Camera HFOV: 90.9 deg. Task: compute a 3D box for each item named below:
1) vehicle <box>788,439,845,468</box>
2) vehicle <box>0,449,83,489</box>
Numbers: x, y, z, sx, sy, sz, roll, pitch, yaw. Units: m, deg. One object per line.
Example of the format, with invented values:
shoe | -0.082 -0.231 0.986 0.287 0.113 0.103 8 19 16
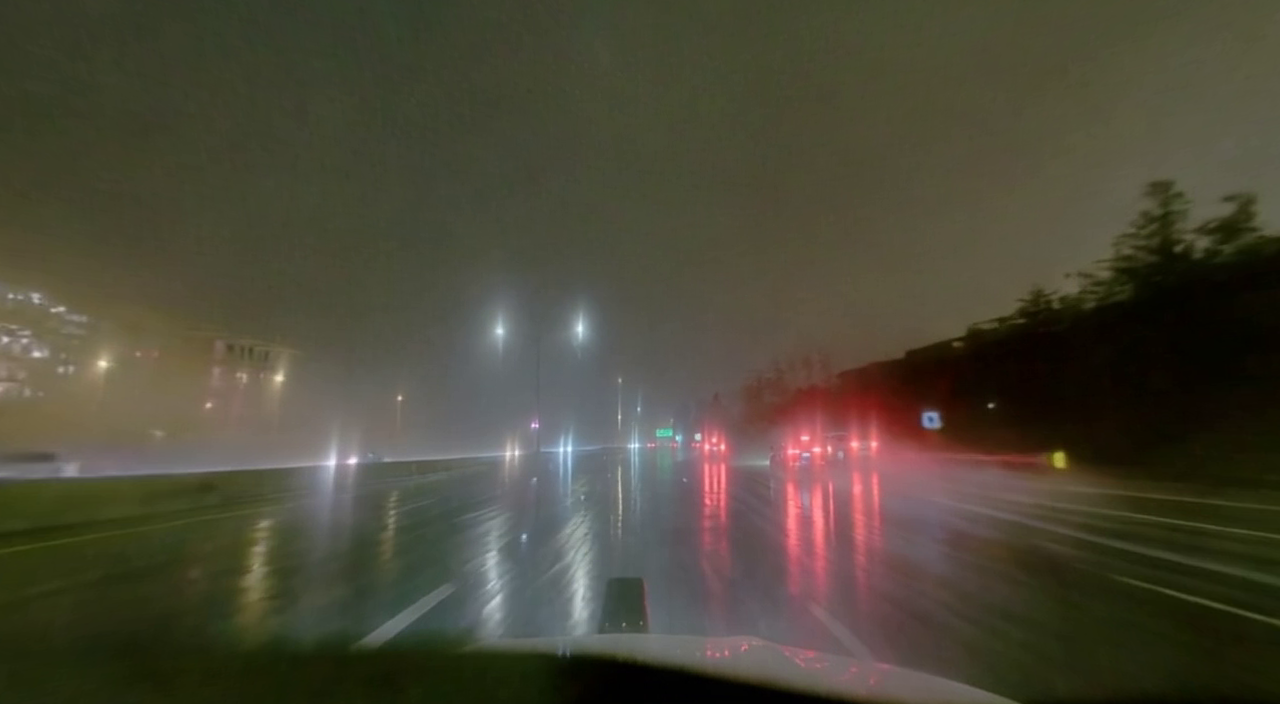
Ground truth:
vehicle | 10.193 5.892 36.779 2.000 1.514 4.585 0 -9 0
vehicle | -25.776 4.784 25.960 1.984 1.534 3.947 -1 -9 1
